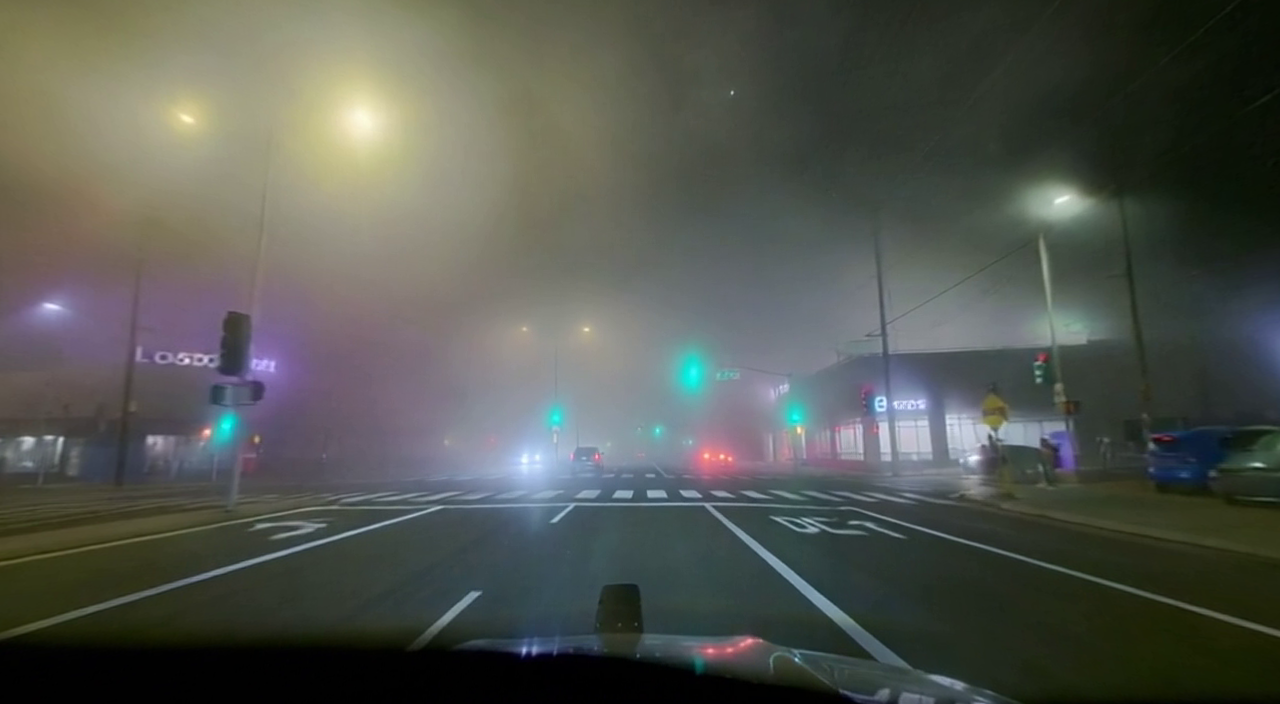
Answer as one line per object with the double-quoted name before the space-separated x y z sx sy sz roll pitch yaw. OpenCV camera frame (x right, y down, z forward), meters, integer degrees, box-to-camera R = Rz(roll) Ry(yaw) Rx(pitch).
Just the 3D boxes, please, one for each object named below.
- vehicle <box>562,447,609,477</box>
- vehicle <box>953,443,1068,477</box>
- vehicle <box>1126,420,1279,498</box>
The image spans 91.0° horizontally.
"vehicle" -2.793 5.729 33.056 2.078 1.471 4.217 0 -9 0
"vehicle" 17.353 5.060 29.639 4.040 1.514 2.095 0 -9 -2
"vehicle" 14.946 2.559 15.243 4.568 1.729 2.131 0 -9 -2
